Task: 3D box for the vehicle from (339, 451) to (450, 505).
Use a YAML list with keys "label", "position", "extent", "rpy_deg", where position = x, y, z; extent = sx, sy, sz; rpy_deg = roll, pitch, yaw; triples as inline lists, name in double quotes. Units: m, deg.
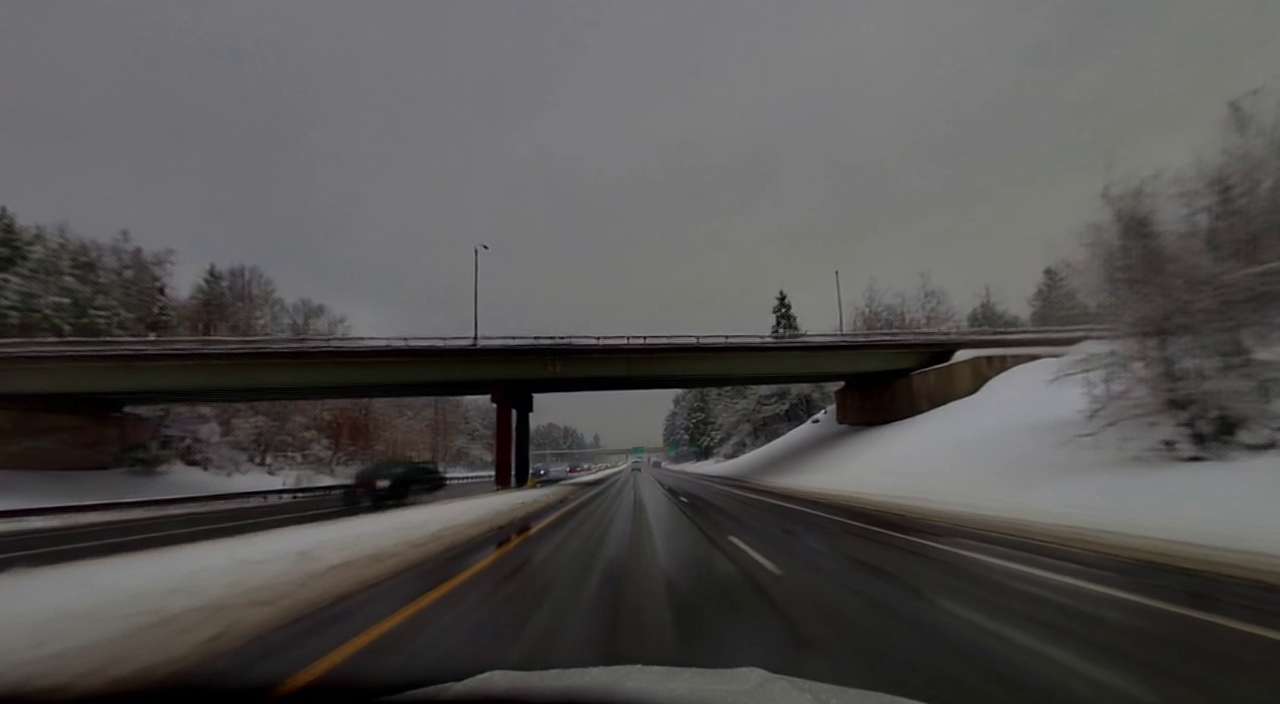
- label: "vehicle"
  position: [-9.204, 4.778, 24.088]
  extent: [2.150, 1.806, 5.014]
  rpy_deg: [1, -10, 1]
